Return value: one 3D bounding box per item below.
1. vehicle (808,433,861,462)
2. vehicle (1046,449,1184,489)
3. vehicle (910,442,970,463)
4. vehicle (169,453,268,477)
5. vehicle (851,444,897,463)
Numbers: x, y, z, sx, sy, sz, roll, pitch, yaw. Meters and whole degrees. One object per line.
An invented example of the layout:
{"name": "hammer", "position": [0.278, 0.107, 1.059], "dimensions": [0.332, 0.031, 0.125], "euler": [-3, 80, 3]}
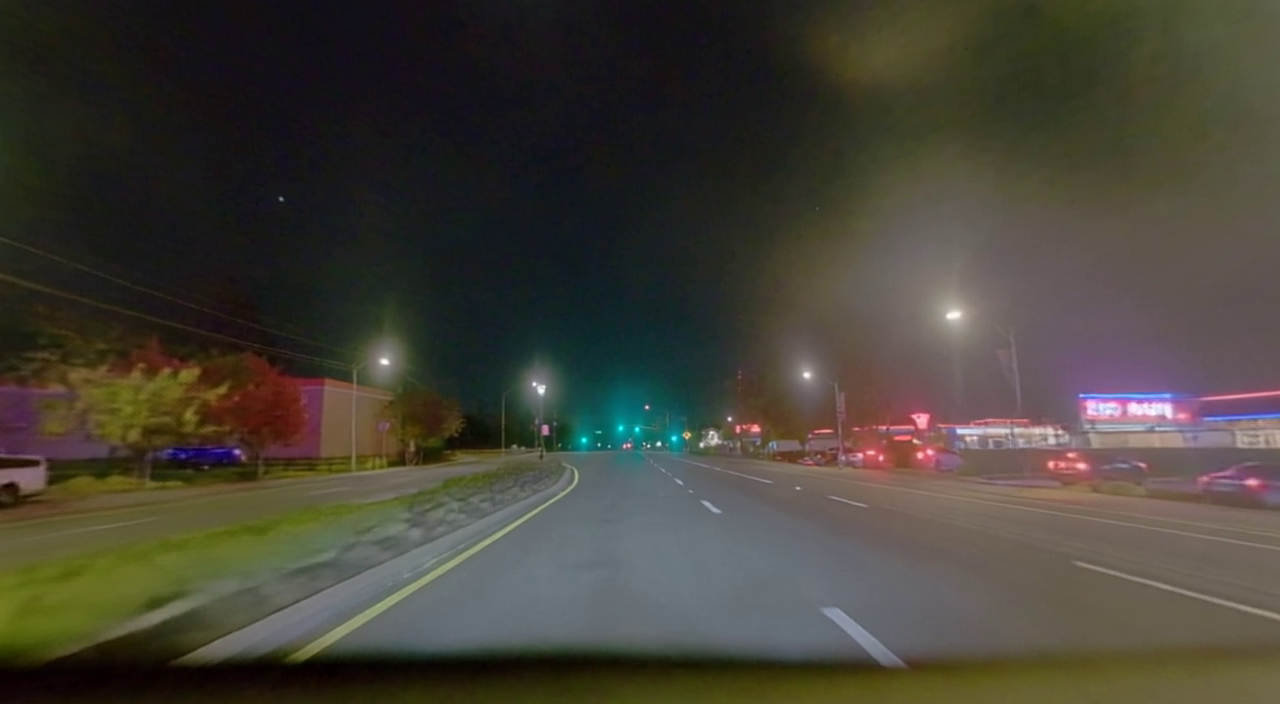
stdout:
{"name": "vehicle", "position": [14.710, 7.305, 48.105], "dimensions": [2.235, 2.016, 5.481], "euler": [-2, -9, 0]}
{"name": "vehicle", "position": [20.782, 5.125, 27.794], "dimensions": [4.423, 1.633, 2.010], "euler": [0, -9, 0]}
{"name": "vehicle", "position": [22.492, 7.602, 47.540], "dimensions": [1.791, 1.458, 4.316], "euler": [0, -10, -11]}
{"name": "vehicle", "position": [-26.869, 7.202, 40.404], "dimensions": [4.777, 1.469, 1.937], "euler": [0, -9, -5]}
{"name": "vehicle", "position": [17.710, 7.697, 48.038], "dimensions": [1.873, 1.383, 3.754], "euler": [0, -9, -3]}
